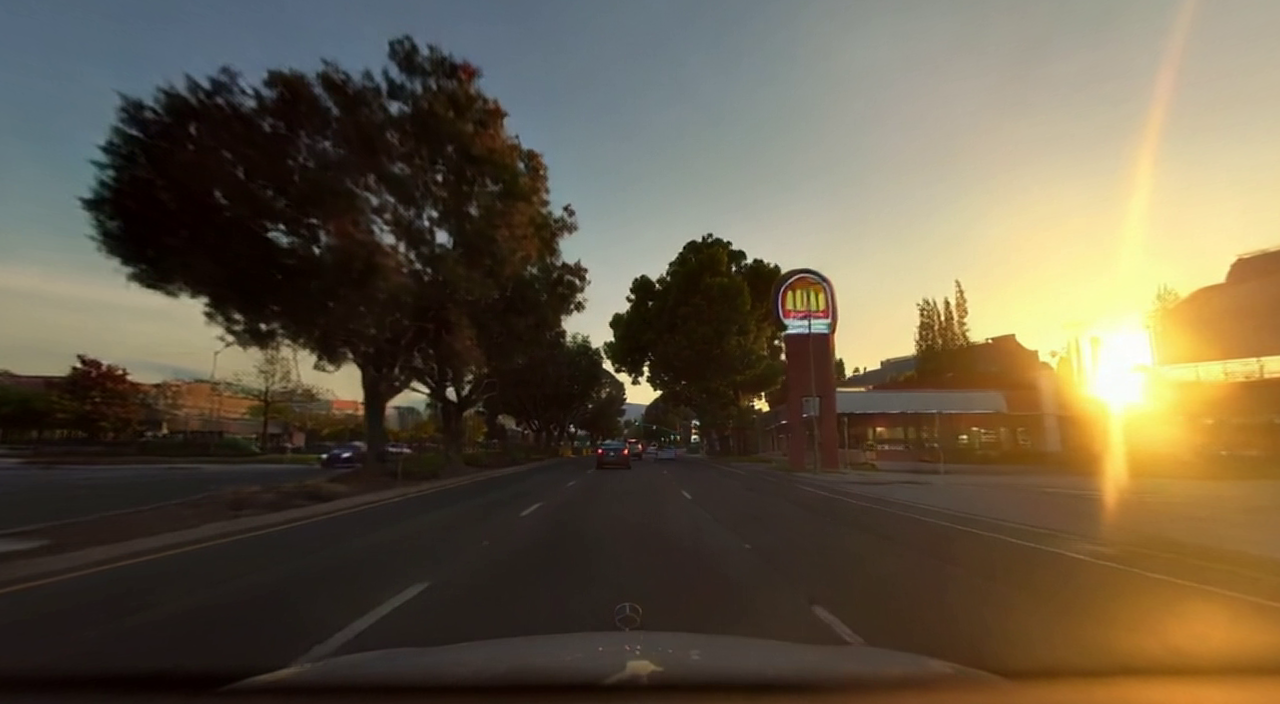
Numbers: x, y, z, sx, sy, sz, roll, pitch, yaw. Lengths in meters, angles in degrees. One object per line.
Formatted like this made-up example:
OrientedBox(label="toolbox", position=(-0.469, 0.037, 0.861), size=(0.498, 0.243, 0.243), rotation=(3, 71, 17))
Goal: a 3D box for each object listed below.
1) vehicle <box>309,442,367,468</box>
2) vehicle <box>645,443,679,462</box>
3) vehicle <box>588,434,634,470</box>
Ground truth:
OrientedBox(label="vehicle", position=(-21.791, 7.444, 45.502), size=(2.039, 1.730, 4.559), rotation=(0, -8, -1))
OrientedBox(label="vehicle", position=(1.684, 7.948, 49.758), size=(2.113, 1.446, 4.309), rotation=(1, -8, -5))
OrientedBox(label="vehicle", position=(-1.570, 5.766, 36.340), size=(2.222, 1.899, 5.006), rotation=(0, -8, 2))
